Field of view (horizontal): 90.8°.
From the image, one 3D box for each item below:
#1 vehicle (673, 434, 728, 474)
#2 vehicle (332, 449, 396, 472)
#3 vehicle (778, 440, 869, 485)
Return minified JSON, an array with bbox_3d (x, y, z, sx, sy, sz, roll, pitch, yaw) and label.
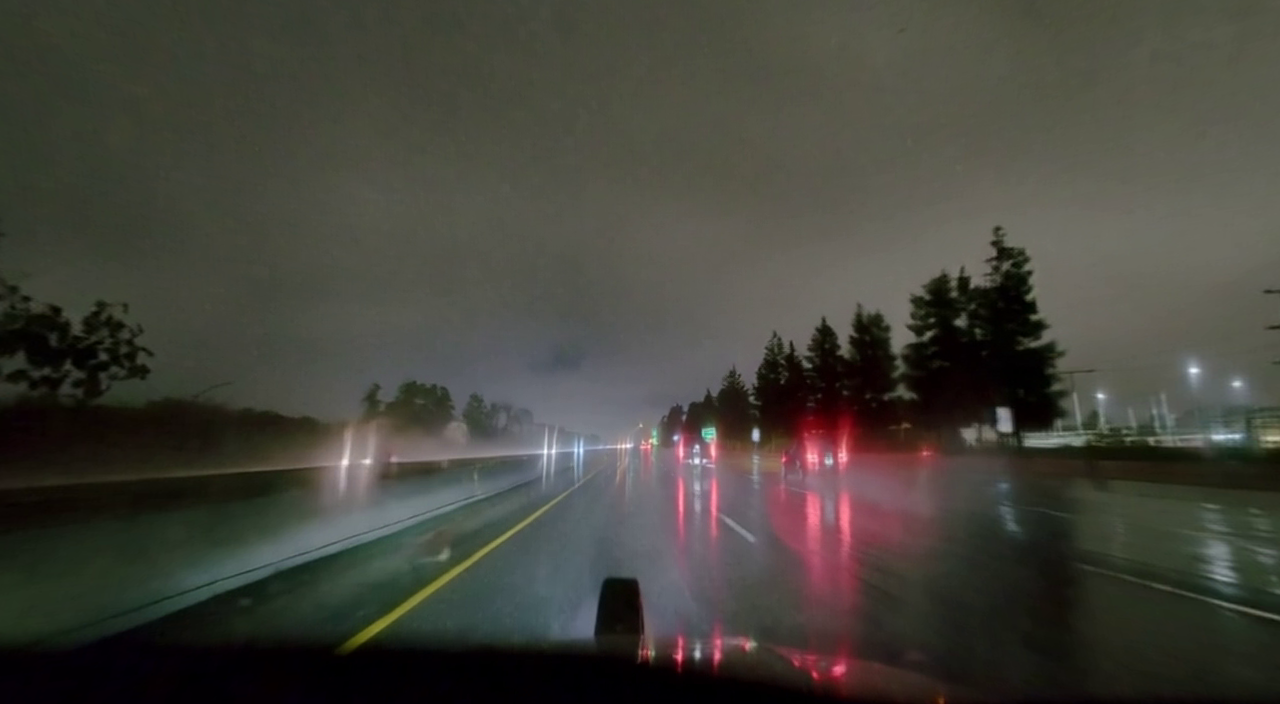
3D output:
[{"bbox_3d":[2.938,5.103,31.872,2.258,1.824,4.908,0,-9,-1],"label":"vehicle"},{"bbox_3d":[-18.152,7.143,41.757,2.078,1.342,4.590,0,-8,1],"label":"vehicle"},{"bbox_3d":[6.572,3.998,23.166,2.009,1.456,4.097,0,-9,-2],"label":"vehicle"}]
